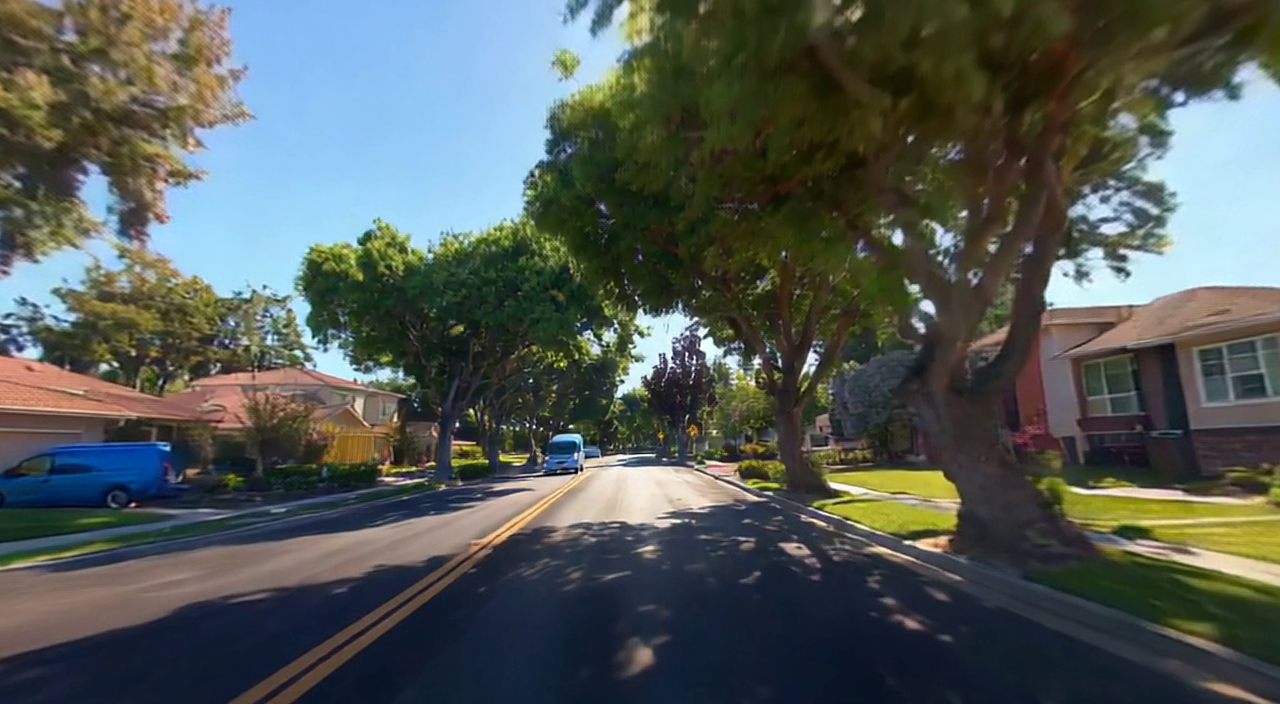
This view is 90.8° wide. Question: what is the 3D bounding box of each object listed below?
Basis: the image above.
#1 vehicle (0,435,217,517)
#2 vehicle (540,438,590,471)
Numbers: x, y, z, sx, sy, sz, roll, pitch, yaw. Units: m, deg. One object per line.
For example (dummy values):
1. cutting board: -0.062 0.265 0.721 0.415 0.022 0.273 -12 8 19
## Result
1. vehicle: -14.444 3.175 16.710 2.145 1.839 4.837 -6 -10 33
2. vehicle: -4.397 6.154 38.021 2.303 1.813 5.660 0 -8 0
